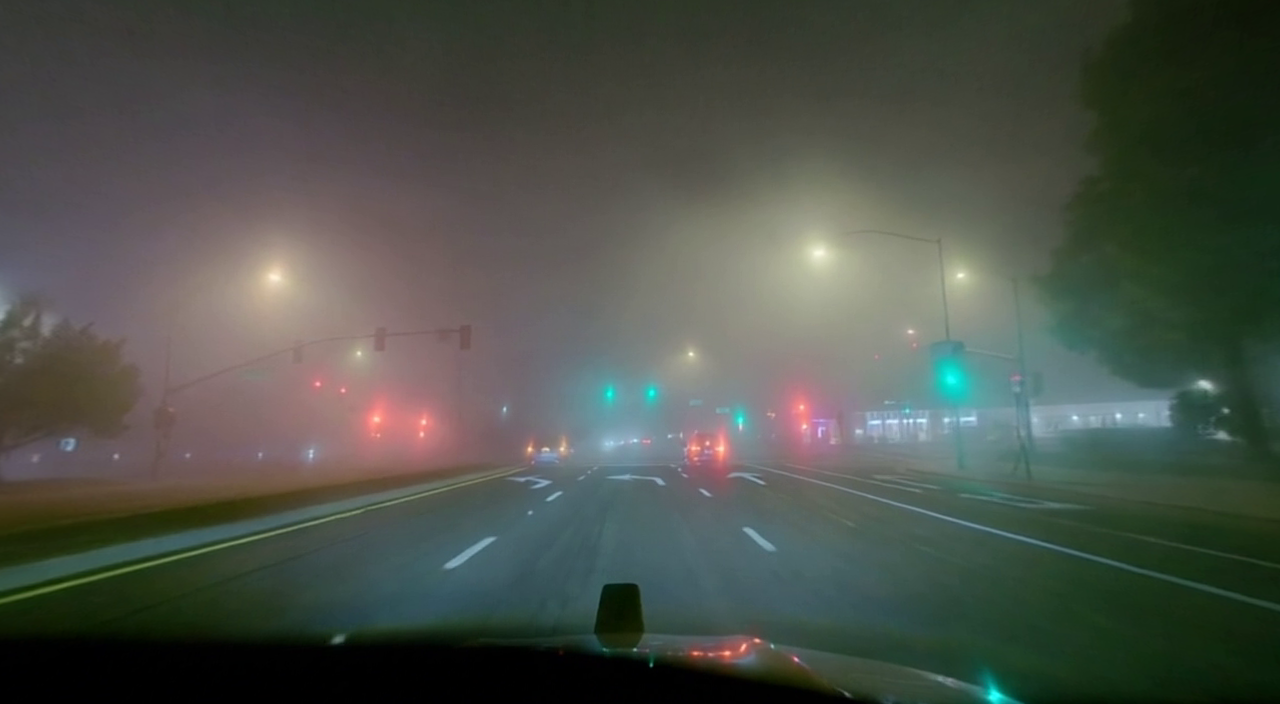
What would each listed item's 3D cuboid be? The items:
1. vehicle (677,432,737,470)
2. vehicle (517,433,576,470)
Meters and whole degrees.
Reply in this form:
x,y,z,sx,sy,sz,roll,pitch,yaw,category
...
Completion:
x,y,z,sx,sy,sz,roll,pitch,yaw,category
2.860,4.389,28.151,2.130,1.524,4.722,0,-9,-1,vehicle
-4.113,4.475,28.546,1.973,1.526,4.533,0,-9,0,vehicle
